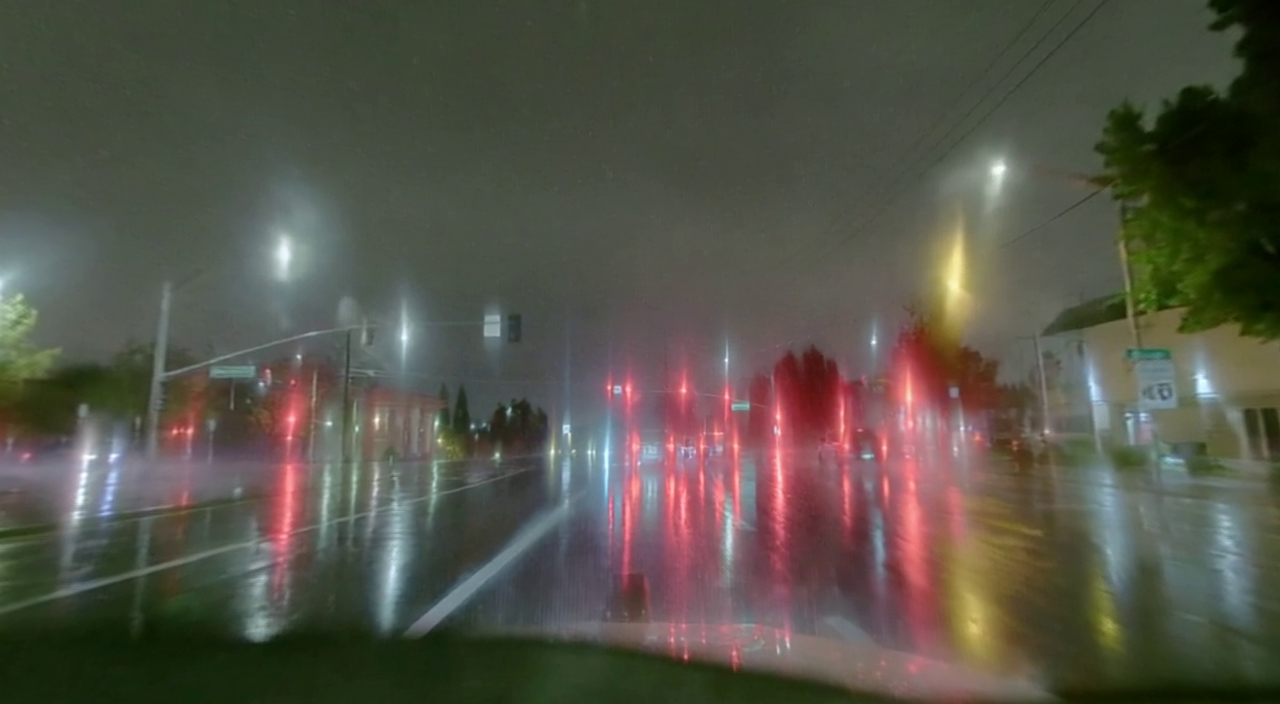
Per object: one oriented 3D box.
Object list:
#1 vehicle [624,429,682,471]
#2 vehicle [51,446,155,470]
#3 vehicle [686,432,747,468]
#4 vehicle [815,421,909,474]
[{"bbox_3d":[0.472,3.903,25.315,2.099,1.516,4.681,0,-8,0],"label":"vehicle"},{"bbox_3d":[-33.198,6.571,39.084,4.448,1.422,1.890,2,-9,-12],"label":"vehicle"},{"bbox_3d":[3.240,4.282,27.560,1.994,1.436,4.169,0,-8,-2],"label":"vehicle"},{"bbox_3d":[8.721,3.782,25.263,2.132,1.892,4.851,-1,-8,2],"label":"vehicle"}]
